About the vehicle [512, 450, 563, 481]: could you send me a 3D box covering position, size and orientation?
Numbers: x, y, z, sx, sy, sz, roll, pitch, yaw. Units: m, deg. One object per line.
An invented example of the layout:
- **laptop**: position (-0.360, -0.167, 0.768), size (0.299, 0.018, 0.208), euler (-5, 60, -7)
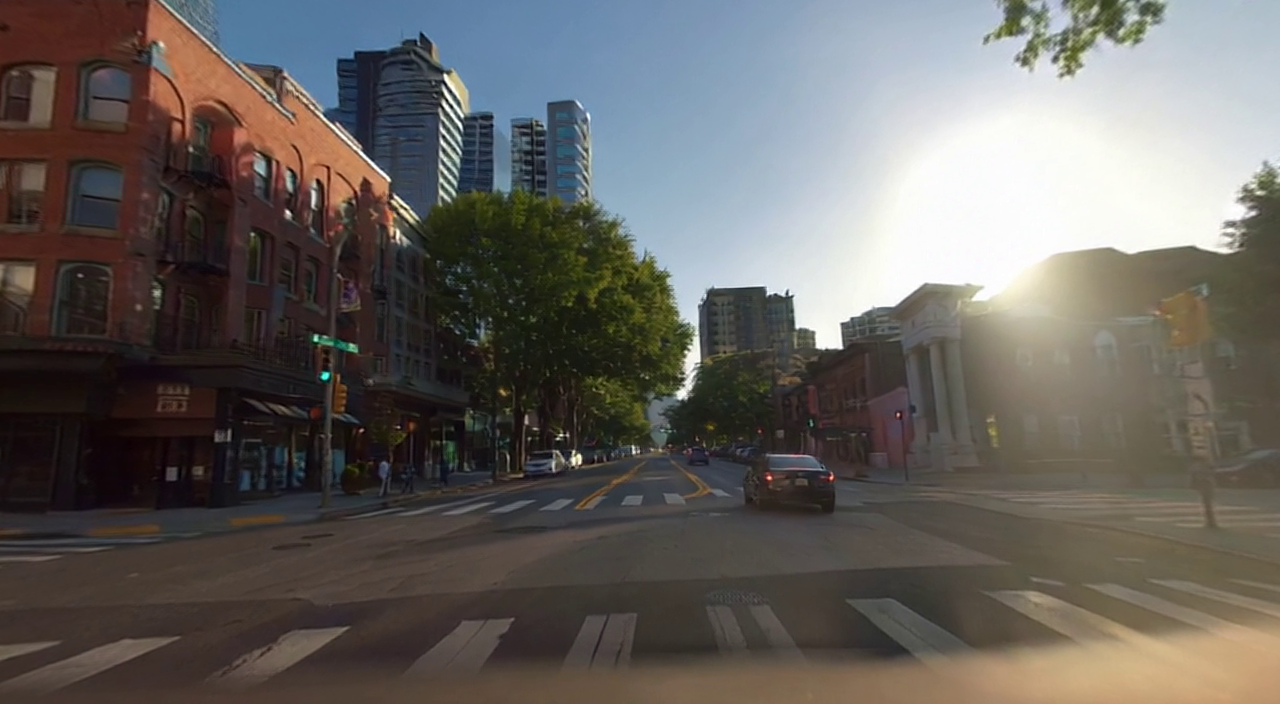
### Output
- **vehicle**: position (-5.733, 6.390, 35.699), size (2.127, 1.533, 4.547), euler (-1, -8, 0)

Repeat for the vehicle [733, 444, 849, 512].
- **vehicle**: position (3.623, 3.077, 15.952), size (2.014, 1.474, 4.090), euler (0, -8, 1)
